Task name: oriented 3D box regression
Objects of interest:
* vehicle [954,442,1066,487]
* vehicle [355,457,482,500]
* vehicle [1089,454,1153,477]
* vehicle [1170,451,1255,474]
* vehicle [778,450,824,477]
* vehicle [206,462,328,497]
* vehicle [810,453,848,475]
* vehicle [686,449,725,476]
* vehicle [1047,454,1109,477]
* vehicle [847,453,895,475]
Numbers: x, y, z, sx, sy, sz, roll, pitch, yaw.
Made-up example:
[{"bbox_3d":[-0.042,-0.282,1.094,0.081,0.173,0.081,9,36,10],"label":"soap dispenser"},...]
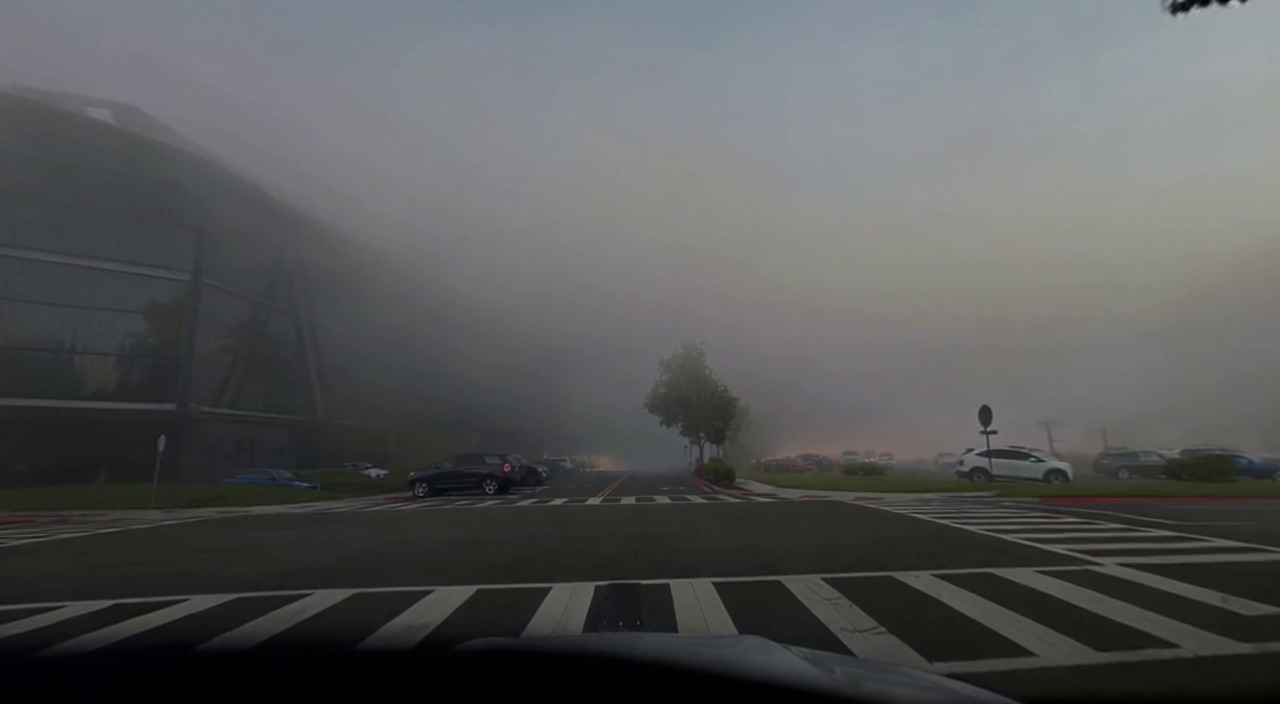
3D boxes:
[{"bbox_3d":[16.494,5.004,28.566,2.048,1.852,4.998,0,-9,0],"label":"vehicle"},{"bbox_3d":[-8.698,4.914,24.891,4.442,1.504,1.809,4,-10,-28],"label":"vehicle"},{"bbox_3d":[31.247,7.358,41.174,1.519,1.371,3.278,0,-8,-1],"label":"vehicle"},{"bbox_3d":[37.000,7.116,40.971,1.678,1.423,4.191,-1,-9,2],"label":"vehicle"},{"bbox_3d":[10.545,7.305,41.689,1.936,1.673,4.305,0,-8,1],"label":"vehicle"},{"bbox_3d":[-16.662,5.690,28.352,4.331,1.437,1.876,-1,-9,3],"label":"vehicle"},{"bbox_3d":[14.192,8.400,47.591,1.935,1.477,3.719,-1,-9,4],"label":"vehicle"},{"bbox_3d":[4.587,7.871,45.224,2.262,1.794,5.331,0,-8,0],"label":"vehicle"},{"bbox_3d":[28.290,7.339,40.893,1.495,1.371,3.336,-1,-10,-1],"label":"vehicle"},{"bbox_3d":[17.085,8.302,46.917,1.971,1.478,4.477,0,-8,1],"label":"vehicle"}]
